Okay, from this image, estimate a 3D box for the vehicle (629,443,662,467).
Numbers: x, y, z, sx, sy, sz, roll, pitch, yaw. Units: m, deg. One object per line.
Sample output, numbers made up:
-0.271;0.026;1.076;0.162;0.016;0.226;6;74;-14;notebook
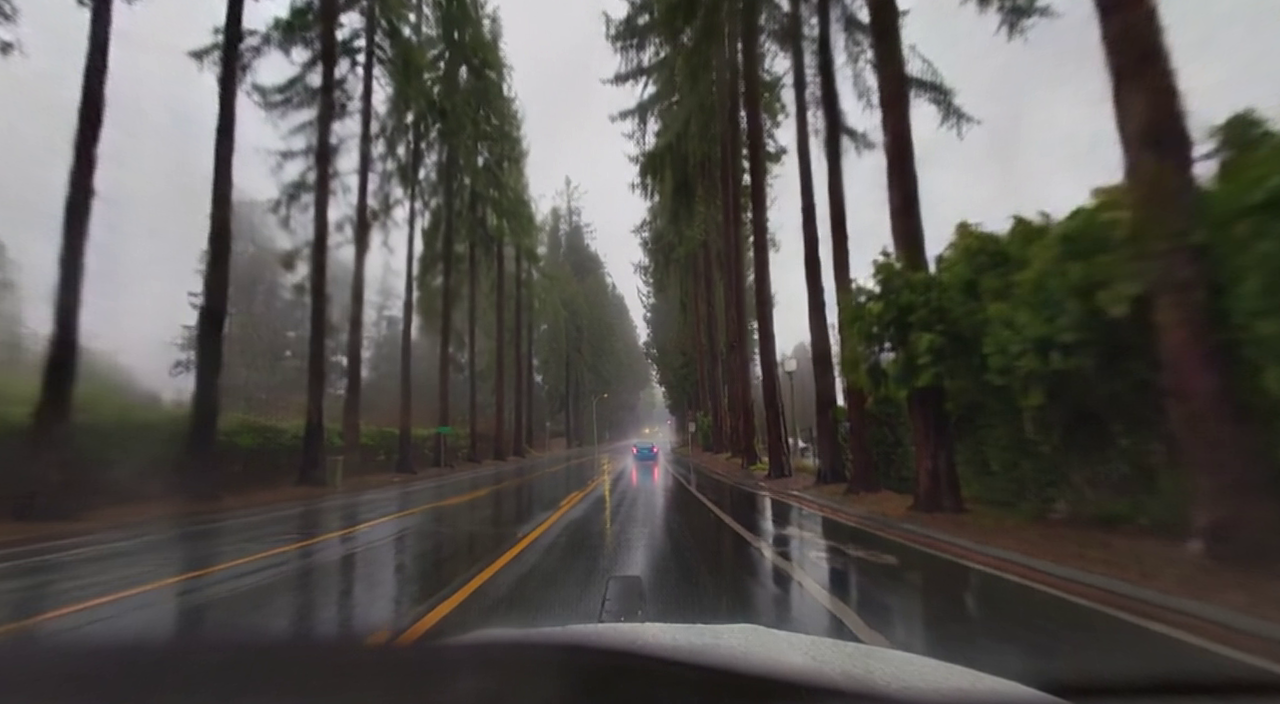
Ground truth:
0.360;6.657;40.945;2.067;1.486;3.861;0;-9;1;vehicle
